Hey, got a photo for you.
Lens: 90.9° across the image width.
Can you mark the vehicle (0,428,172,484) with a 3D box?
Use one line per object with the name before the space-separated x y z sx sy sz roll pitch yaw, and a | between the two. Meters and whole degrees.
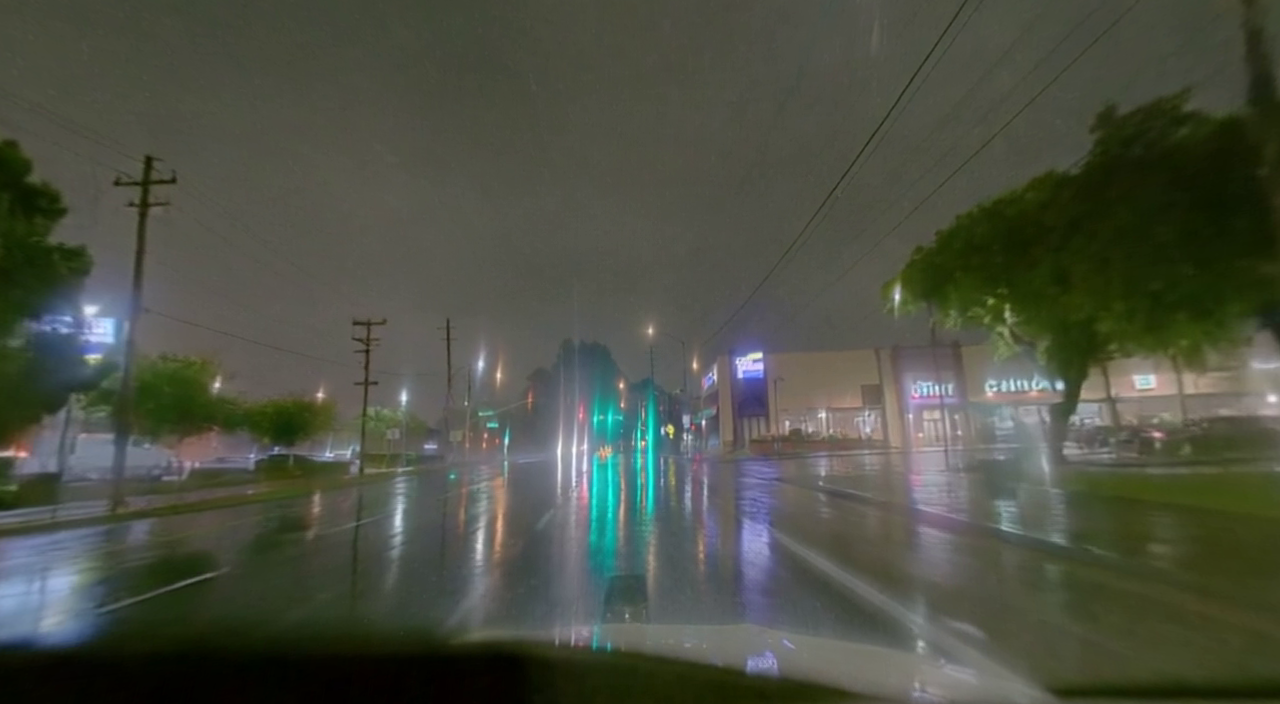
vehicle | -40.500 7.516 45.947 9.636 3.788 2.949 1 -8 -10
